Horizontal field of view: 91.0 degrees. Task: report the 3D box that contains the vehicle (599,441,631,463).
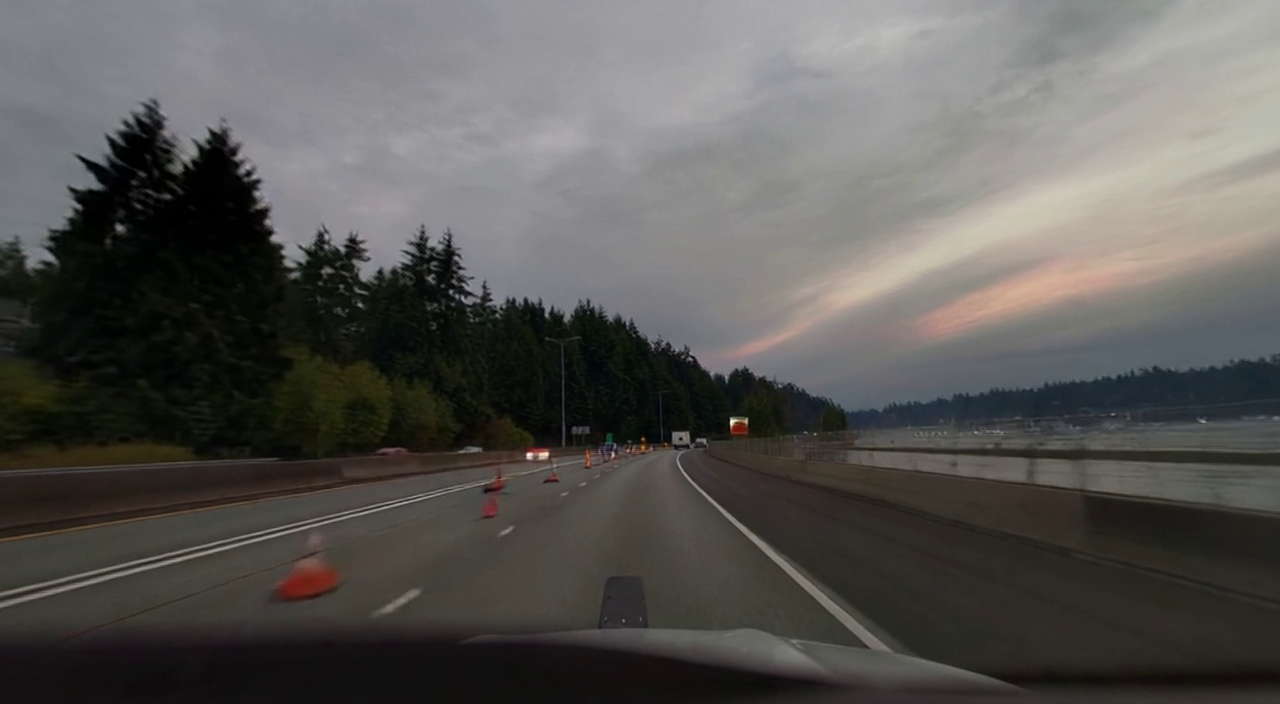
[{"bbox_3d":[-1.786,7.321,46.321,2.118,1.475,4.263,0,-8,1],"label":"vehicle"}]
